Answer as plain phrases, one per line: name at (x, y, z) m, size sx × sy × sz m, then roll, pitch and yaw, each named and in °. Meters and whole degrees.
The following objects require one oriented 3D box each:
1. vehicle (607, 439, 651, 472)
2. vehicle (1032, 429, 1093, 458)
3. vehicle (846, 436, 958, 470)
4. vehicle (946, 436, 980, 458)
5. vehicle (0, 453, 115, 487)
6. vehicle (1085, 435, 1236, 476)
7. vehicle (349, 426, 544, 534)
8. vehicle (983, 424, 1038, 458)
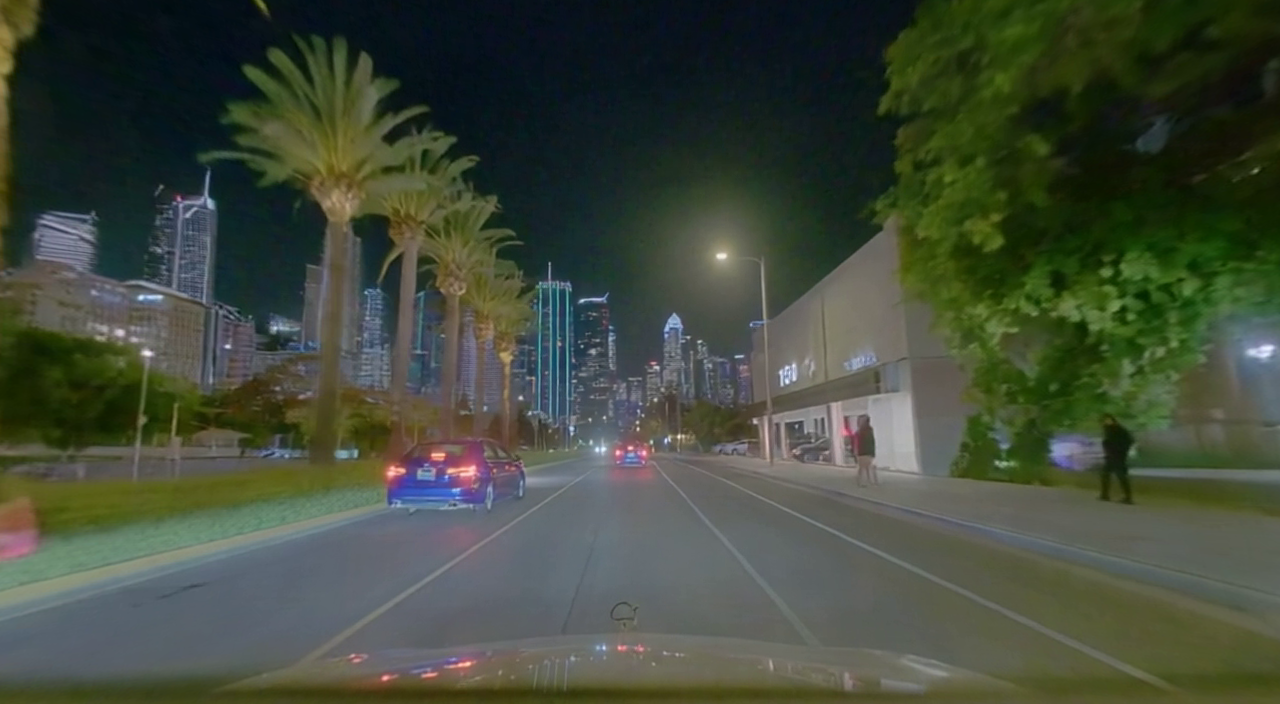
vehicle at (-0.523, 5.021, 30.817) m, size 2.004 × 1.465 × 3.713 m, roll 0°, pitch -8°, yaw 0°
vehicle at (26.451, 5.773, 39.730) m, size 1.982 × 1.694 × 4.676 m, roll -3°, pitch -9°, yaw 19°
vehicle at (13.159, 5.087, 31.865) m, size 4.749 × 1.522 × 1.905 m, roll -1°, pitch -9°, yaw -3°
vehicle at (23.808, 6.997, 46.647) m, size 1.842 × 1.501 × 3.588 m, roll -4°, pitch -9°, yaw 23°
vehicle at (-30.770, 6.188, 33.437) m, size 1.888 × 1.625 × 4.699 m, roll 0°, pitch -8°, yaw 1°
vehicle at (20.546, 4.080, 25.291) m, size 1.976 × 1.431 × 4.774 m, roll 0°, pitch -8°, yaw 0°
vehicle at (-3.150, 2.183, 11.413) m, size 2.071 × 1.544 × 4.383 m, roll 0°, pitch -8°, yaw 1°
vehicle at (23.617, 5.712, 40.469) m, size 2.288 × 1.984 × 5.526 m, roll -4°, pitch -9°, yaw 23°
